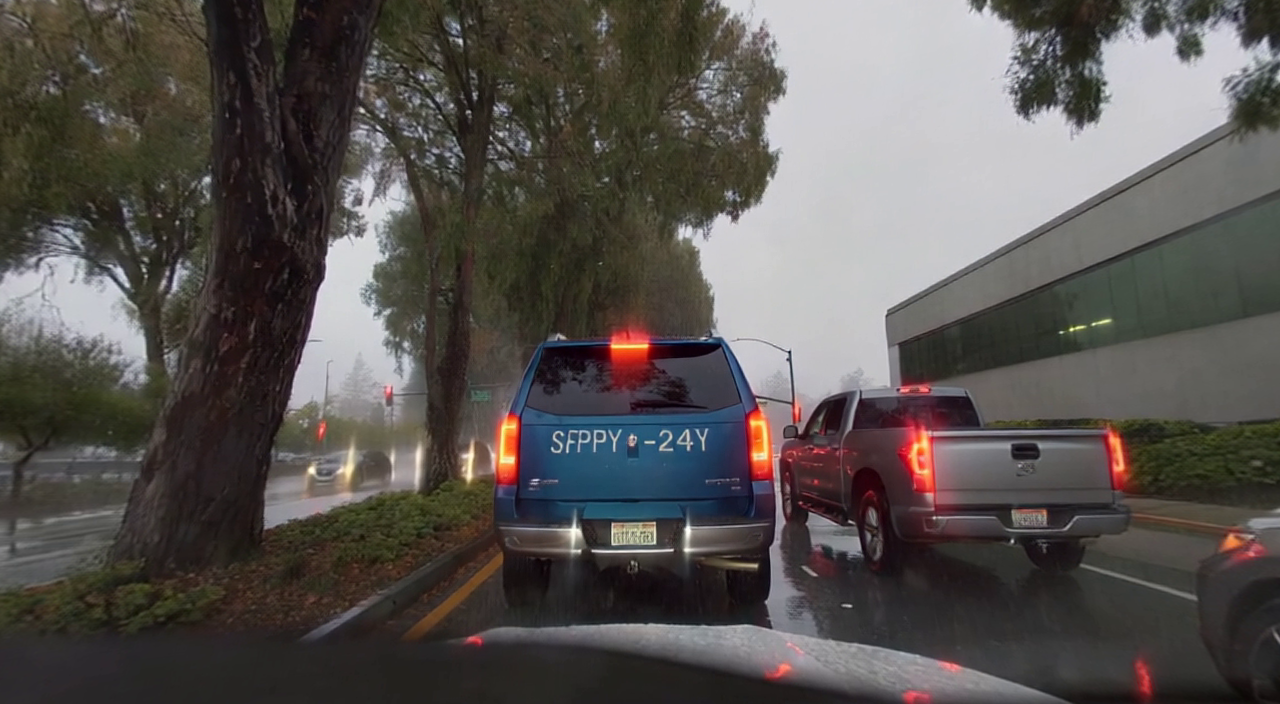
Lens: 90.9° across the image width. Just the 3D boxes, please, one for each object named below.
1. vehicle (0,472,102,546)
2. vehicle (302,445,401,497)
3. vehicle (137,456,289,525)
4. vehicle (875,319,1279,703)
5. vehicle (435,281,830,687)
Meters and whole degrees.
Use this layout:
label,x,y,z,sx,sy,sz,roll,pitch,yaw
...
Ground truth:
label,x,y,z,sx,sy,sz,roll,pitch,yaw
vehicle,-17.068,3.993,15.928,2.317,1.711,4.837,-1,-9,8
vehicle,-12.506,5.148,27.753,2.111,1.917,4.758,-4,-9,1
vehicle,-16.220,5.214,24.374,2.637,2.293,4.494,0,-8,0
vehicle,3.086,0.986,3.497,2.022,1.700,4.410,0,-8,3
vehicle,0.013,1.055,5.942,2.267,2.372,4.366,0,-8,2
